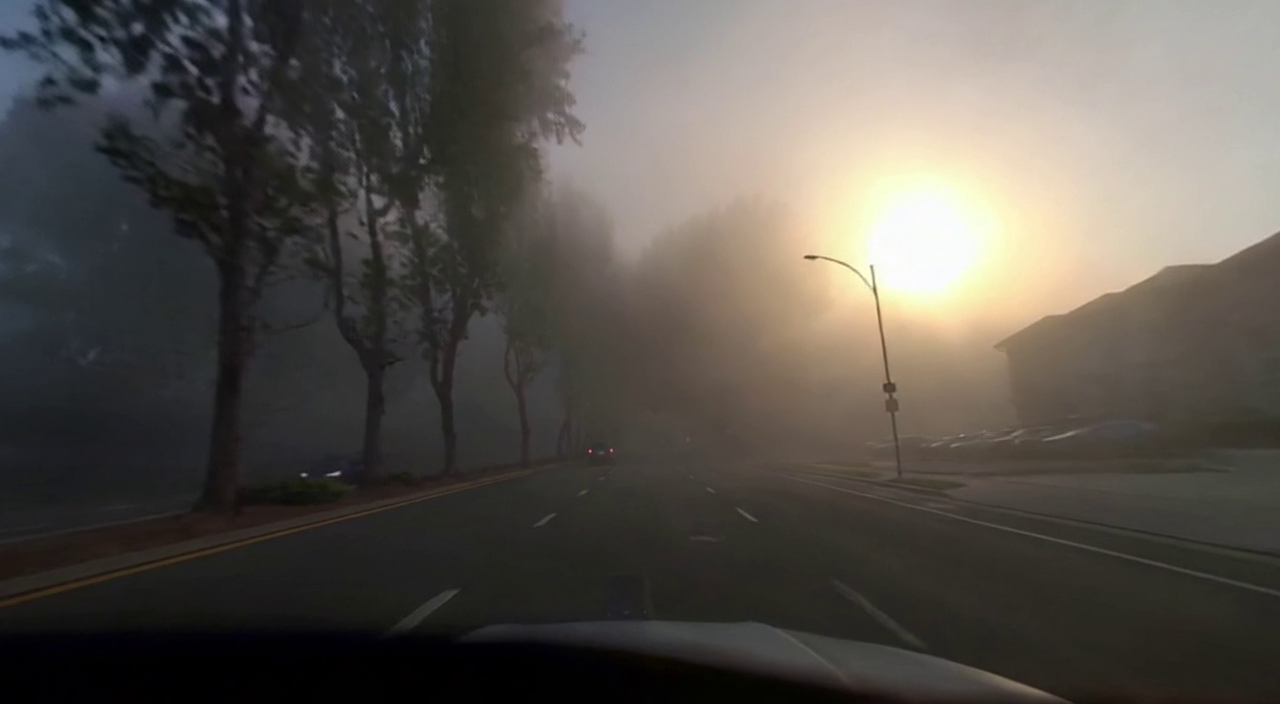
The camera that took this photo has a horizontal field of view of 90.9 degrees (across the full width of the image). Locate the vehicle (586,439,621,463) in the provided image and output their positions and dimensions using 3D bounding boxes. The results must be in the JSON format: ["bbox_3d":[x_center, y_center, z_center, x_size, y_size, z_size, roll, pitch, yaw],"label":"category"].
[{"bbox_3d":[-2.720,7.519,47.990,2.283,1.716,4.395,0,-8,1],"label":"vehicle"}]
